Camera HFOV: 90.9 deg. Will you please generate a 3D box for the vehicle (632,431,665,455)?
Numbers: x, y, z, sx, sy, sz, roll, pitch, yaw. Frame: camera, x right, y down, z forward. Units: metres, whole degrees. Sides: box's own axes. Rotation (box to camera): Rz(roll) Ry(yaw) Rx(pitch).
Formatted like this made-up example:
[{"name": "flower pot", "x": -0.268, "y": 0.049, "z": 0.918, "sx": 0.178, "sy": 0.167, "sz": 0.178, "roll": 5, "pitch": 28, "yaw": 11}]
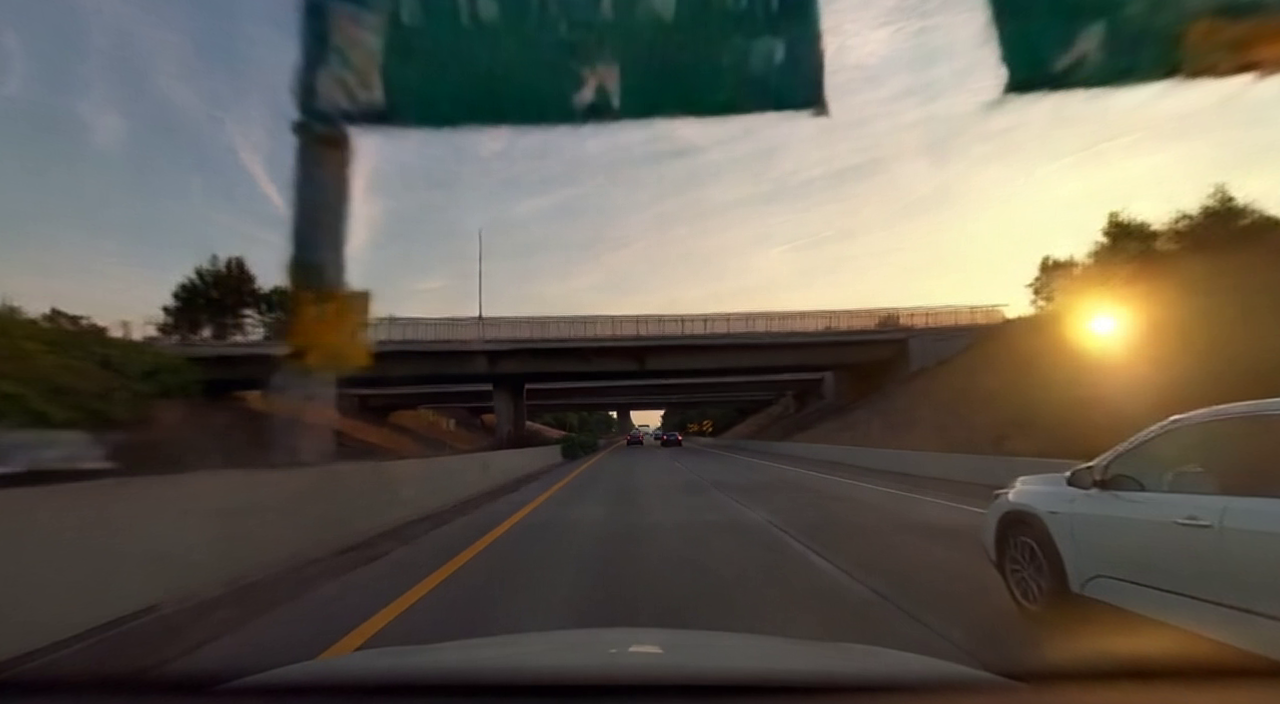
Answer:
[{"name": "vehicle", "x": 0.533, "y": 6.056, "z": 42.024, "sx": 1.981, "sy": 1.490, "sz": 3.449, "roll": 0, "pitch": -8, "yaw": -2}]
